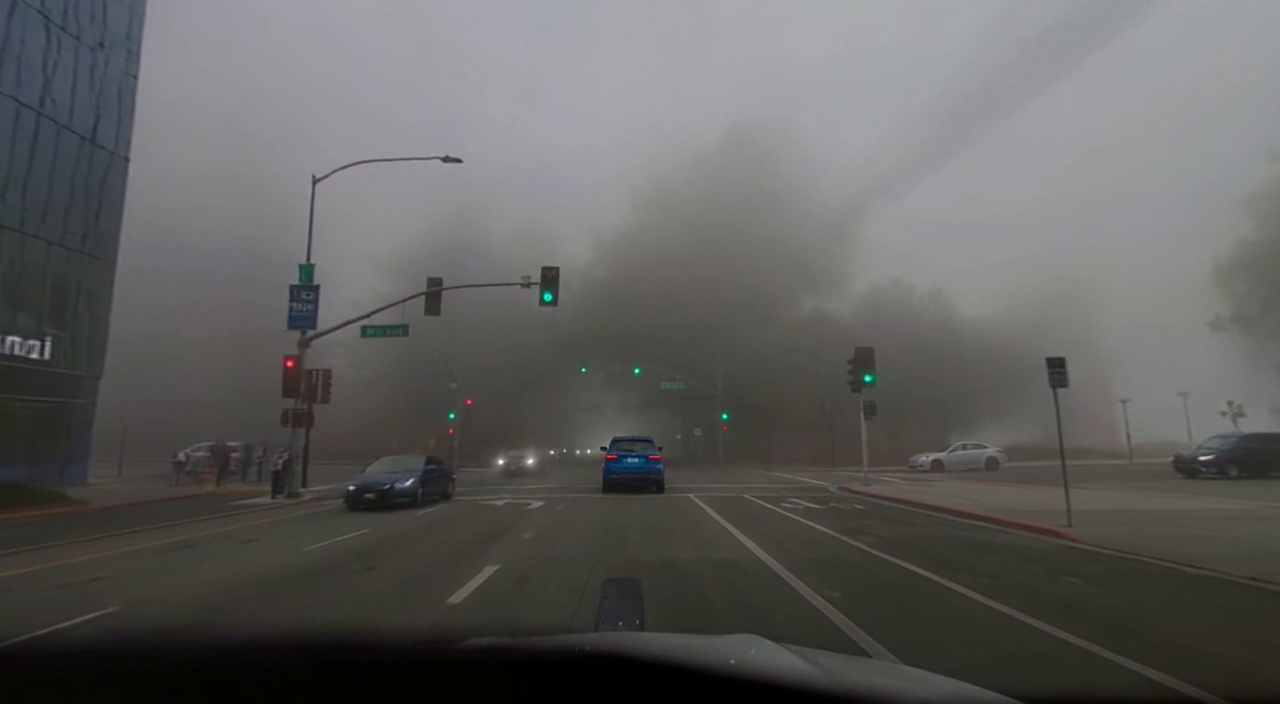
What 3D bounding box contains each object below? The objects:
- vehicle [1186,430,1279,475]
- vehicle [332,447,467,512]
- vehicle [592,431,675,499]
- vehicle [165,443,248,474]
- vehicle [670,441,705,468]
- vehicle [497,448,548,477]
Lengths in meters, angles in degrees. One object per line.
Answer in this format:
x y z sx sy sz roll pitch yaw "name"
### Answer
25.102 3.946 24.914 5.183 1.650 2.014 0 -8 -1 "vehicle"
-6.237 3.320 17.004 1.908 1.475 4.337 0 -8 0 "vehicle"
-0.213 3.298 18.793 2.183 1.765 4.059 0 -8 -1 "vehicle"
-26.343 6.440 38.387 4.393 1.730 2.151 -5 -9 26 "vehicle"
3.509 7.709 47.670 2.113 1.869 5.322 0 -8 -2 "vehicle"
-6.510 6.171 35.447 1.934 1.476 4.457 0 -8 1 "vehicle"
